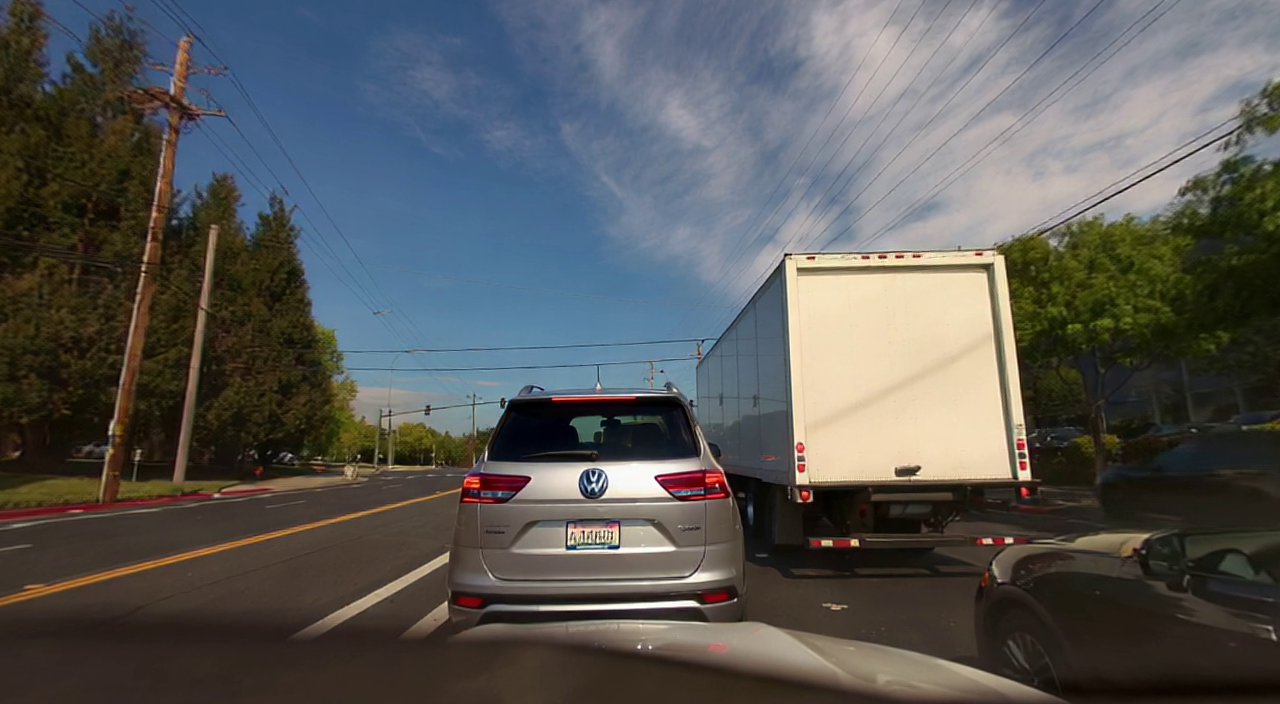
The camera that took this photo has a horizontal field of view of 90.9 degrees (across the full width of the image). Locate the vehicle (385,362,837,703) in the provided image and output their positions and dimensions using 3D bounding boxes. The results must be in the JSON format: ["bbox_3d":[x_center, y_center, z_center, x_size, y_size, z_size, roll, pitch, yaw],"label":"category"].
[{"bbox_3d":[-0.130,1.223,5.141,2.114,1.732,4.230,0,-8,0],"label":"vehicle"}]

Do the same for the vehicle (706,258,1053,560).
[{"bbox_3d":[3.227,1.251,11.833,2.915,3.559,8.848,0,-8,-1],"label":"vehicle"}]

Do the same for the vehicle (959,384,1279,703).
[{"bbox_3d":[2.829,0.747,1.196,1.971,1.484,4.728,0,-8,0],"label":"vehicle"}]
